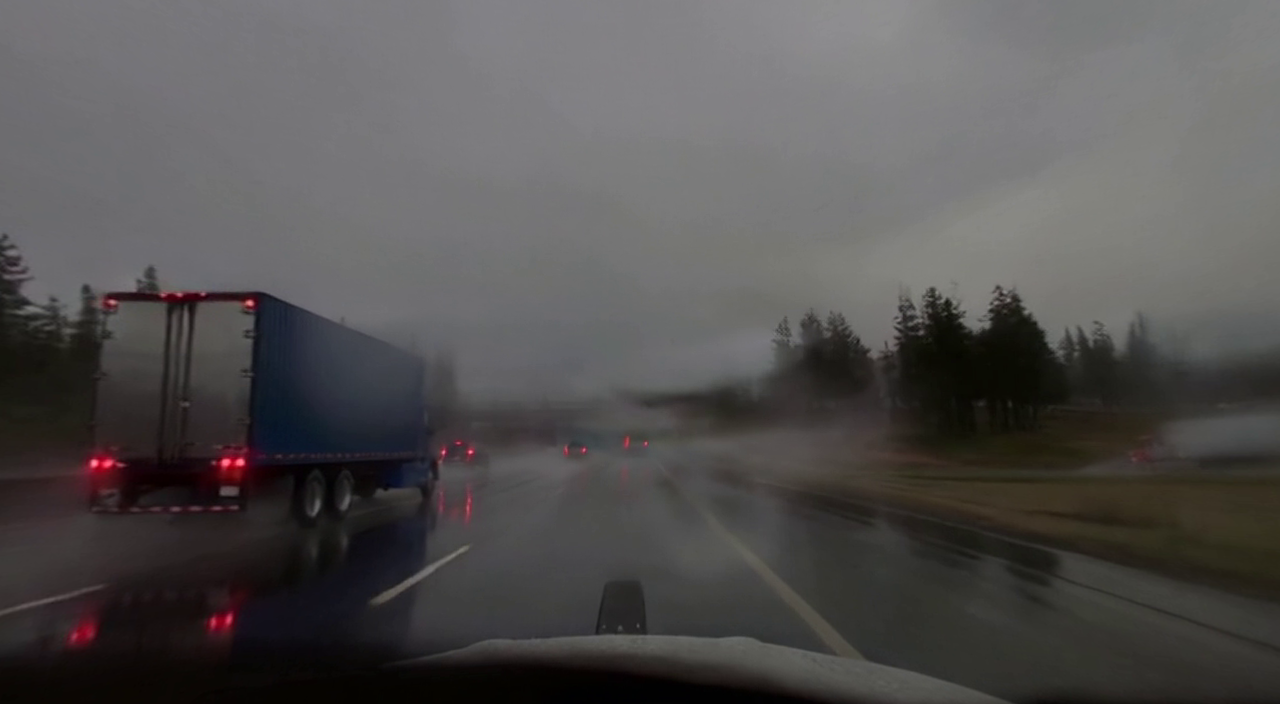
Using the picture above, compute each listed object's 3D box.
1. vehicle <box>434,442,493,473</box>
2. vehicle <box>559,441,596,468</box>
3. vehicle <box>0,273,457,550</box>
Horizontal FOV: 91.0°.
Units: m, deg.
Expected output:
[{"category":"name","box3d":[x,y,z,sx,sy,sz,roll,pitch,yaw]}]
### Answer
[{"category":"vehicle","box3d":[-10.904,6.555,39.435,2.146,1.764,5.510,0,-9,0]},{"category":"vehicle","box3d":[-4.232,6.996,43.131,2.094,1.695,4.260,0,-9,0]},{"category":"vehicle","box3d":[-7.251,1.542,13.938,3.303,3.868,10.298,0,-9,0]}]
